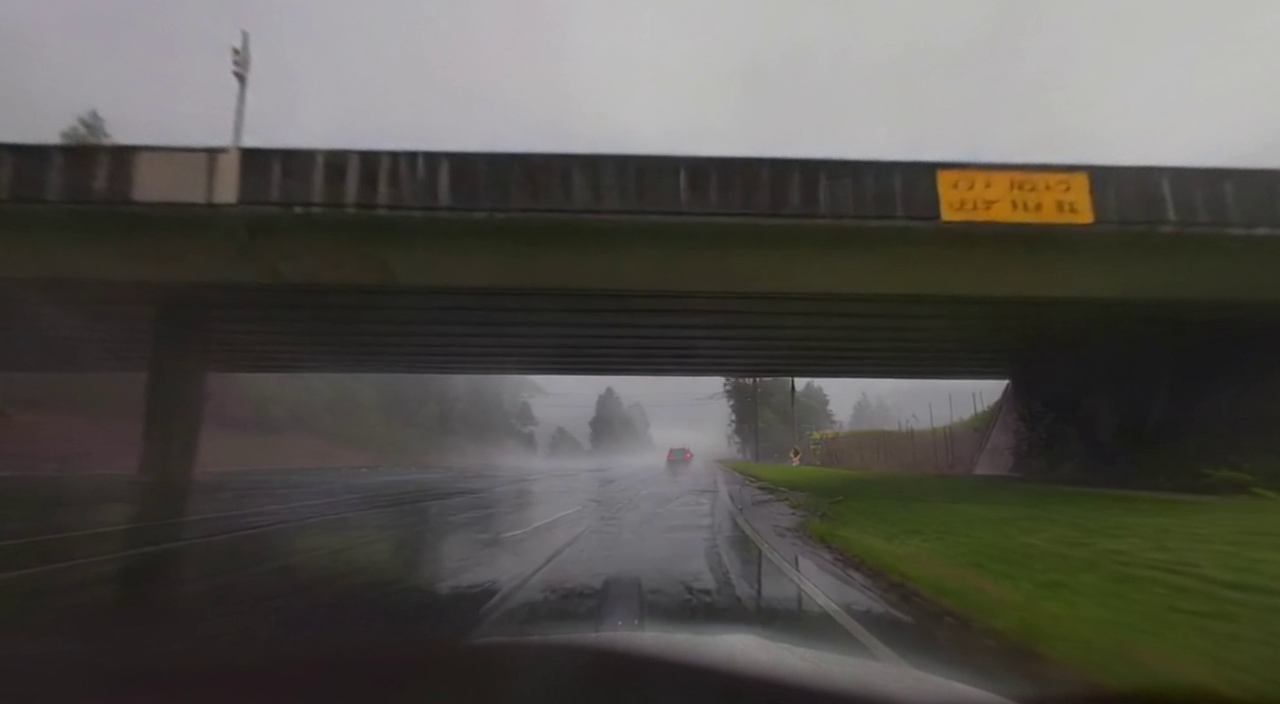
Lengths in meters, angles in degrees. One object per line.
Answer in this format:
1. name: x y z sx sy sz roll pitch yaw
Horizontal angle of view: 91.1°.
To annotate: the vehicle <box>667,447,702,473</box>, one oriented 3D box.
1. vehicle: 2.676 6.444 37.685 1.980 1.449 3.650 -1 -9 4
